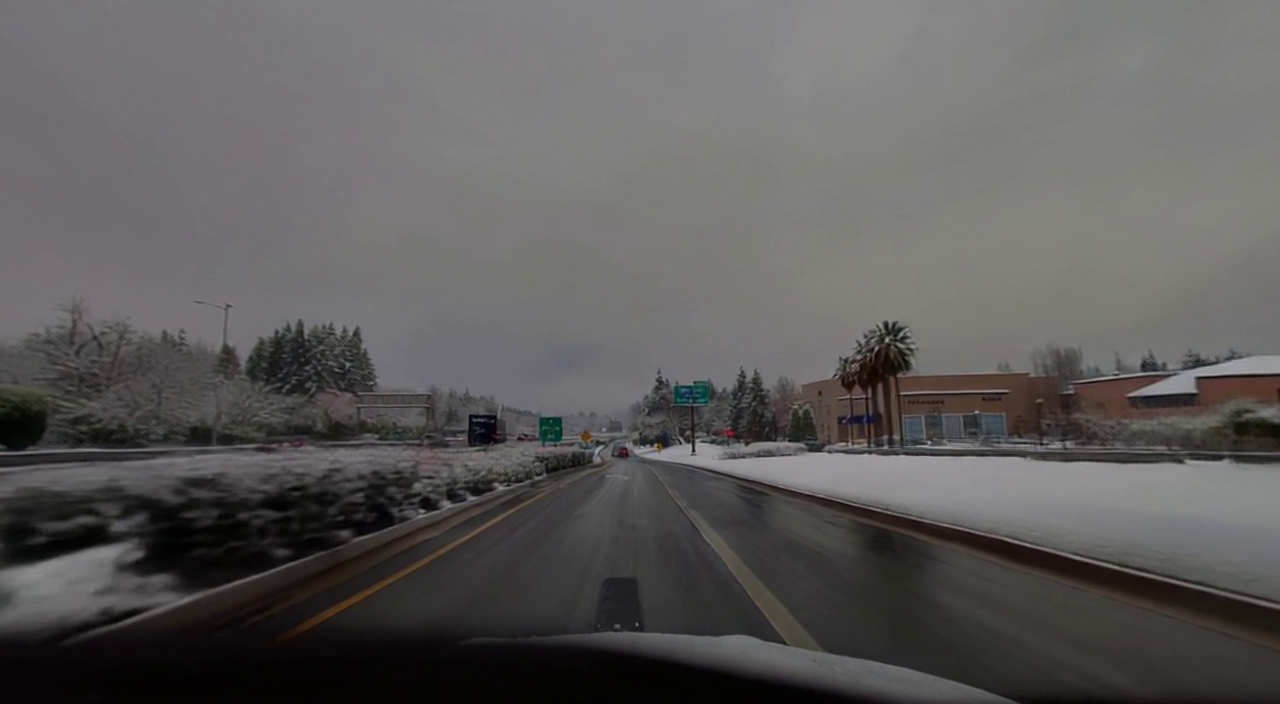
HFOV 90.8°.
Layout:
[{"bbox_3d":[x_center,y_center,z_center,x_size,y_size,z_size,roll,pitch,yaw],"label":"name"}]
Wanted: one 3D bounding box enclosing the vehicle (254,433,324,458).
[{"bbox_3d":[-21.960,5.891,39.771,1.933,1.496,4.516,0,-9,-2],"label":"vehicle"}]
